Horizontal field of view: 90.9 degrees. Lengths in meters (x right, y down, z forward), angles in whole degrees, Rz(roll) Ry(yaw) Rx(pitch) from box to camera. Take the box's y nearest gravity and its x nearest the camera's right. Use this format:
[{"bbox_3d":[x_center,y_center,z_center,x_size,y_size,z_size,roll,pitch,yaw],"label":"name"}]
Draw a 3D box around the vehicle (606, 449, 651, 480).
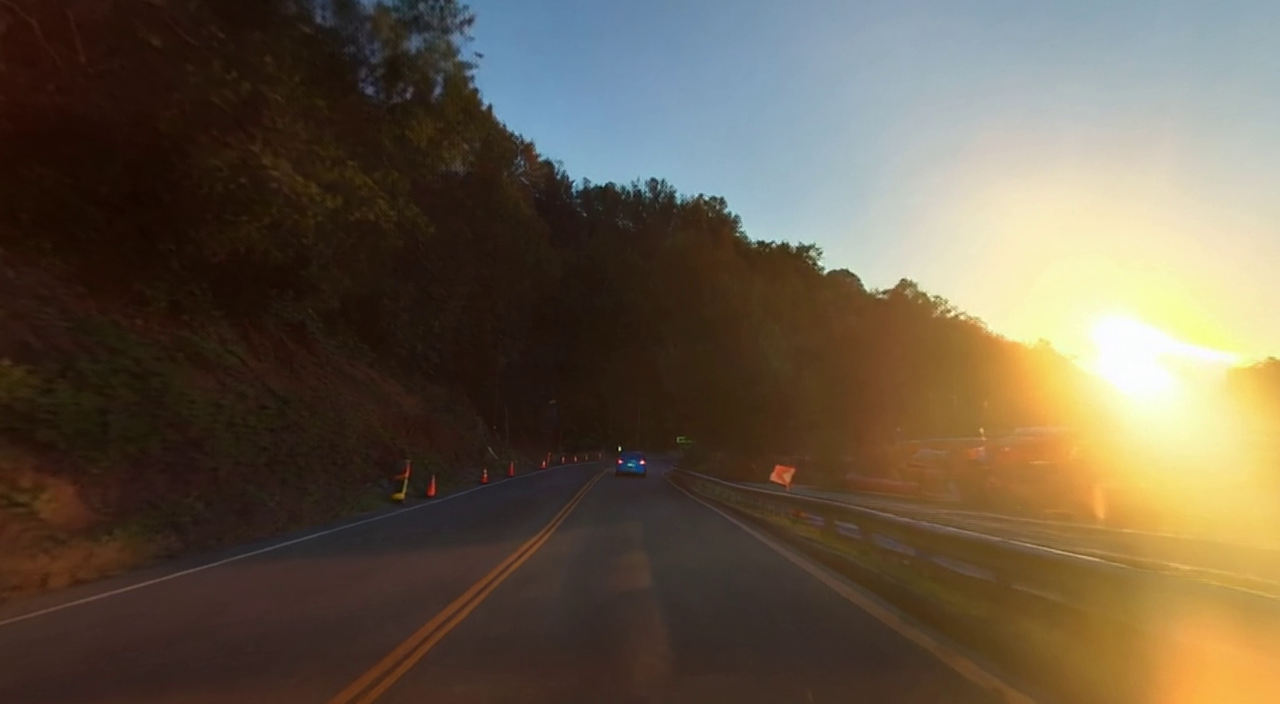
[{"bbox_3d":[-0.531,6.008,33.974,2.259,1.503,4.075,0,-9,1],"label":"vehicle"}]
